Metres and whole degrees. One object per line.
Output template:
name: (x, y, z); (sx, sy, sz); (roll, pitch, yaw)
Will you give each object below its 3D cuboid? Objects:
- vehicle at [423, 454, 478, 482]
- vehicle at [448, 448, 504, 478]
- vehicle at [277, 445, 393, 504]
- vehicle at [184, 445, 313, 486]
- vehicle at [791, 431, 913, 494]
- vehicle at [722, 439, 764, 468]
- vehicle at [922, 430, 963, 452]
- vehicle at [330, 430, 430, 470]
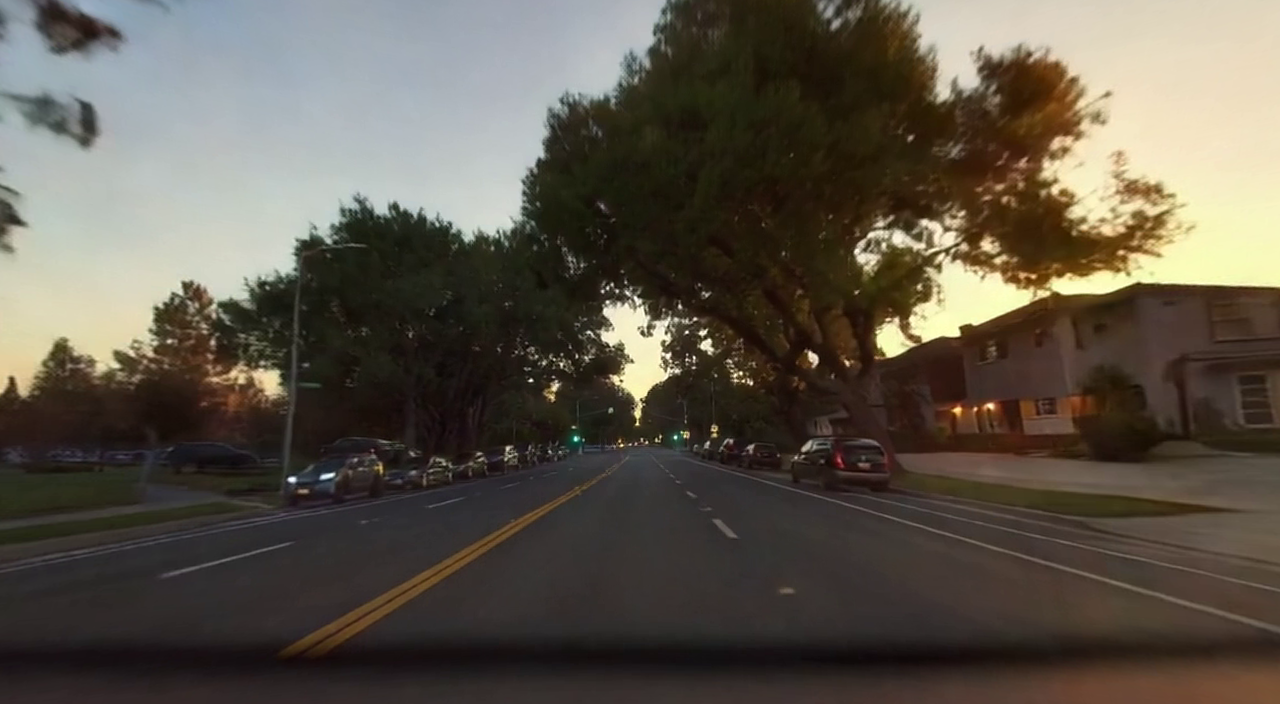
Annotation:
vehicle: (-10.758, 6.594, 36.131); (1.838, 1.450, 4.317); (0, -8, 0)
vehicle: (-10.664, 7.215, 41.468); (2.050, 1.769, 5.585); (-1, -9, 1)
vehicle: (-10.723, 4.319, 22.626); (1.996, 1.781, 4.139); (-3, -9, 2)
vehicle: (-18.508, 5.378, 30.017); (4.699, 1.853, 2.095); (-1, -8, 2)
vehicle: (7.414, 3.926, 22.986); (2.224, 1.956, 6.057); (0, -8, -1)
vehicle: (7.362, 7.329, 45.760); (2.103, 1.912, 4.892); (0, -9, -1)
vehicle: (22.218, 6.568, 46.527); (1.859, 1.480, 4.723); (-3, -8, 15)
vehicle: (-20.466, 7.756, 50.000); (6.604, 3.012, 2.656); (0, -9, 1)
